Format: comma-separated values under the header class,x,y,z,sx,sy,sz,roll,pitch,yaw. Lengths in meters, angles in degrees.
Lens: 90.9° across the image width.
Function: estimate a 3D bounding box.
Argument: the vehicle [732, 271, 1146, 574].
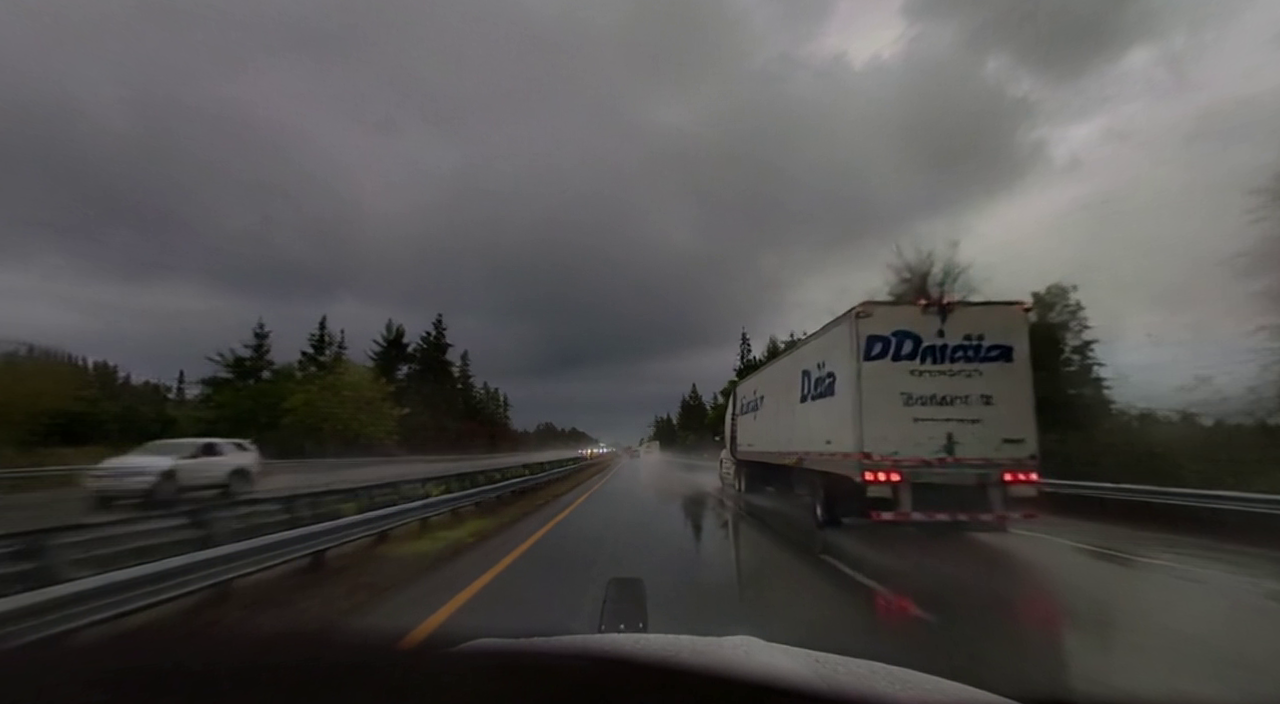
class,x,y,z,sx,sy,sz,roll,pitch,yaw
vehicle,4.157,1.636,12.916,2.876,3.419,11.591,0,-9,0
